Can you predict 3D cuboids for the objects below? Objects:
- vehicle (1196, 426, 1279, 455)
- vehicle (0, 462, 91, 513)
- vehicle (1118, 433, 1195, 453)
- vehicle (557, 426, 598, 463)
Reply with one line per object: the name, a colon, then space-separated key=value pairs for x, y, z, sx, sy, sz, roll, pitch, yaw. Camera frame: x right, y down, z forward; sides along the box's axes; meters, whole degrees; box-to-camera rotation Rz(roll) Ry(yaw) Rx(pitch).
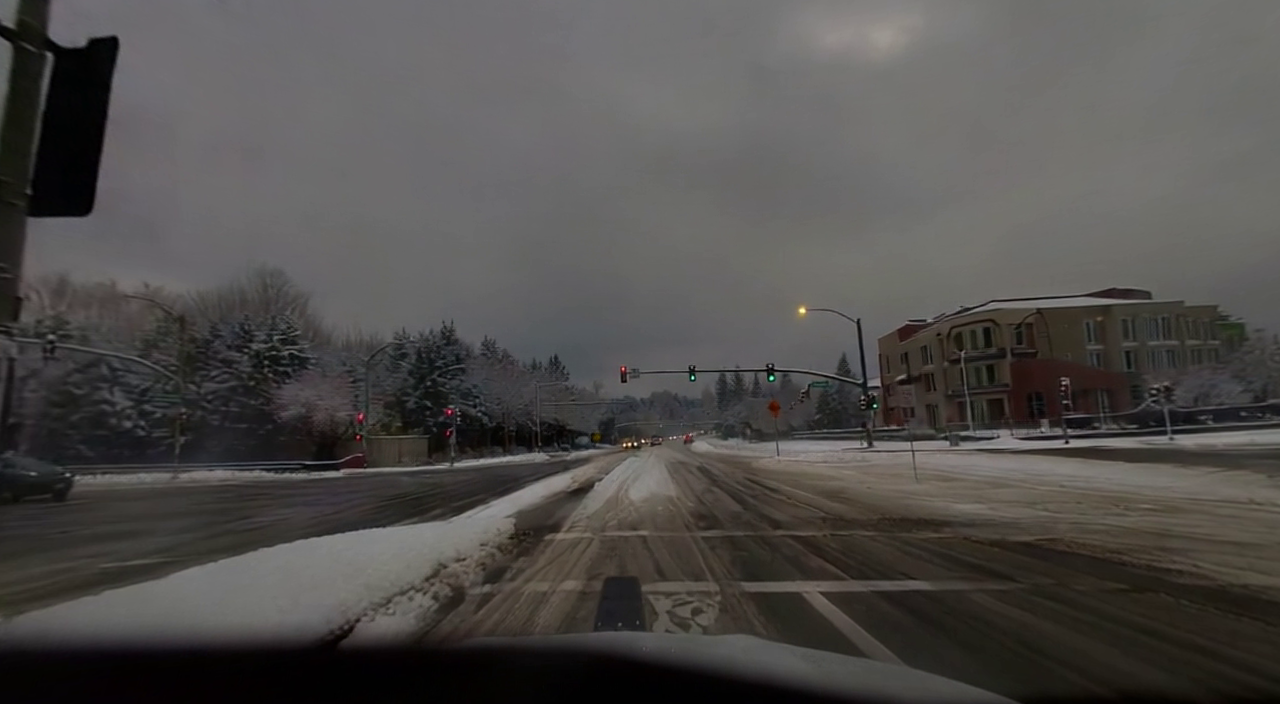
vehicle: x=40.097 y=5.885 z=41.873 sx=2.173 sy=1.751 sz=4.931 roll=-1 pitch=-8 yaw=5
vehicle: x=-24.458 y=5.161 z=24.311 sx=4.706 sy=1.734 sz=2.253 roll=-1 pitch=-8 yaw=5
vehicle: x=40.478 y=7.148 z=49.685 sx=2.258 sy=1.508 sz=4.668 roll=0 pitch=-8 yaw=2
vehicle: x=-4.602 y=6.953 z=47.478 sx=2.522 sy=2.605 sz=6.598 roll=0 pitch=-8 yaw=-1
